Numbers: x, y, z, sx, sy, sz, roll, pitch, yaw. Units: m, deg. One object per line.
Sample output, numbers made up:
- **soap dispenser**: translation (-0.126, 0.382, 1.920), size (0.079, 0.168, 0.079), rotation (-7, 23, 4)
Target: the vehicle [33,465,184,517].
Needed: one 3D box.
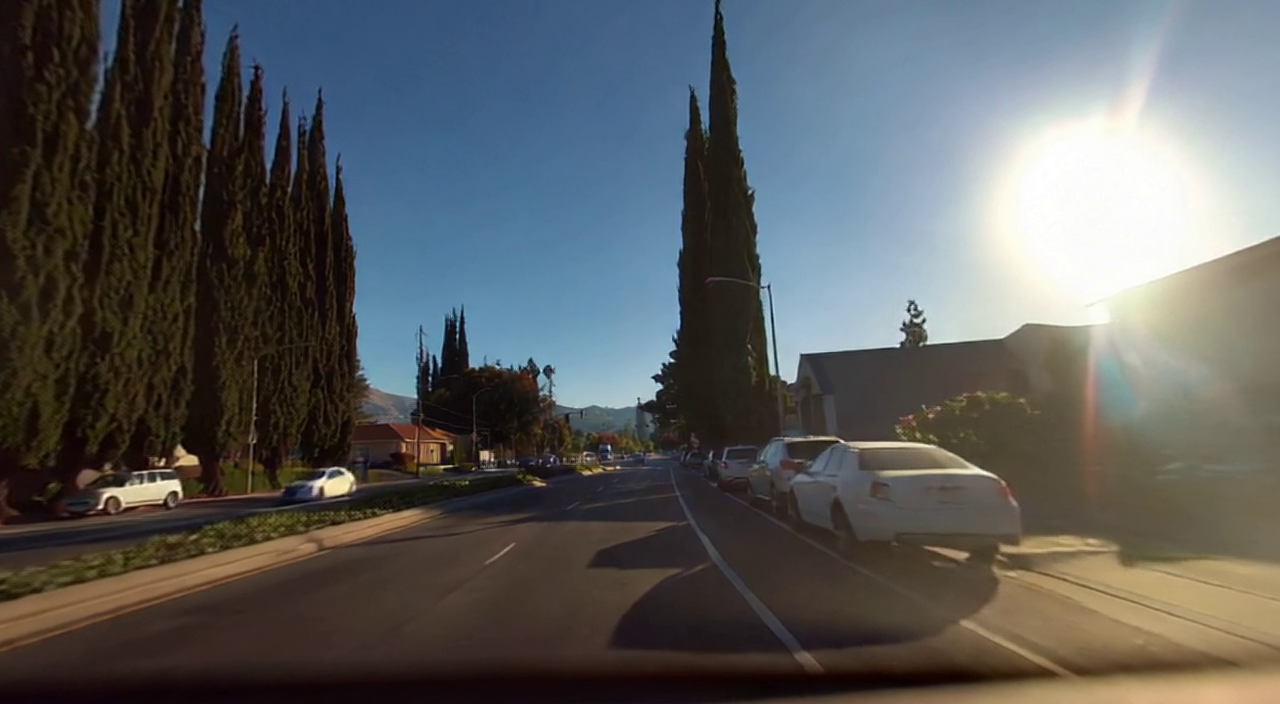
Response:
- **vehicle**: translation (-24.045, 6.276, 28.893), size (2.305, 1.919, 5.187), rotation (-1, -8, 2)

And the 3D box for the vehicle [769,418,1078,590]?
- **vehicle**: translation (3.441, 1.933, 9.113), size (2.078, 1.738, 5.133), rotation (0, -8, 0)

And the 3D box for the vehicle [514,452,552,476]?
- **vehicle**: translation (-8.329, 8.724, 49.361), size (2.331, 1.696, 4.861), rotation (0, -8, -3)

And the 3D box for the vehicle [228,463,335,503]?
- **vehicle**: translation (-16.194, 5.921, 28.845), size (1.946, 1.492, 4.794), rotation (-1, -8, 2)

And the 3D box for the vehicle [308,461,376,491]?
- **vehicle**: translation (-18.960, 7.874, 40.309), size (2.013, 1.667, 4.412), rotation (-1, -8, 3)
